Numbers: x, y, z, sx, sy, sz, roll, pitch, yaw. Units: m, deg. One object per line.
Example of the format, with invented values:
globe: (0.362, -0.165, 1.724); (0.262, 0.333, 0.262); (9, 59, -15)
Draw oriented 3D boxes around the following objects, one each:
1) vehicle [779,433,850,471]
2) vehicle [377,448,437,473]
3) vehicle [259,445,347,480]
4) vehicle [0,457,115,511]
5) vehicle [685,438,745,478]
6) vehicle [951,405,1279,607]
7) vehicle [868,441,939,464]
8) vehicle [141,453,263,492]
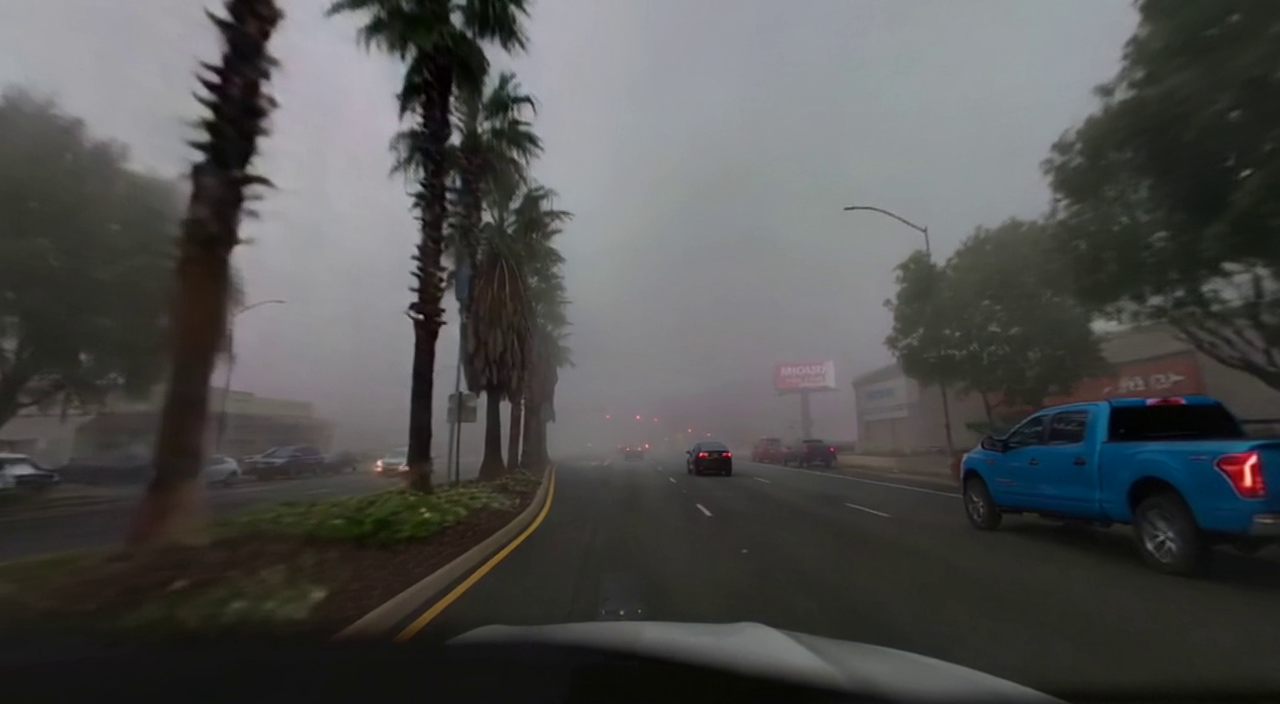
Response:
vehicle: (10.238, 5.970, 37.709); (2.417, 2.061, 5.980); (0, -9, -1)
vehicle: (-15.632, 7.313, 42.715); (2.174, 1.509, 4.958); (-1, -9, 0)
vehicle: (-19.103, 6.263, 36.119); (2.066, 1.825, 5.291); (0, -9, 0)
vehicle: (-19.336, 4.043, 19.674); (1.900, 1.481, 4.684); (0, -9, 0)
vehicle: (3.148, 4.549, 27.257); (1.889, 1.541, 4.303); (1, -9, -2)
vehicle: (6.198, 1.627, 7.590); (2.140, 1.606, 5.437); (0, -9, 0)
vehicle: (18.664, 7.169, 44.828); (4.245, 1.481, 1.899); (-9, -15, 39)
vehicle: (-19.396, 5.333, 28.337); (1.871, 1.519, 5.002); (0, -9, 0)
